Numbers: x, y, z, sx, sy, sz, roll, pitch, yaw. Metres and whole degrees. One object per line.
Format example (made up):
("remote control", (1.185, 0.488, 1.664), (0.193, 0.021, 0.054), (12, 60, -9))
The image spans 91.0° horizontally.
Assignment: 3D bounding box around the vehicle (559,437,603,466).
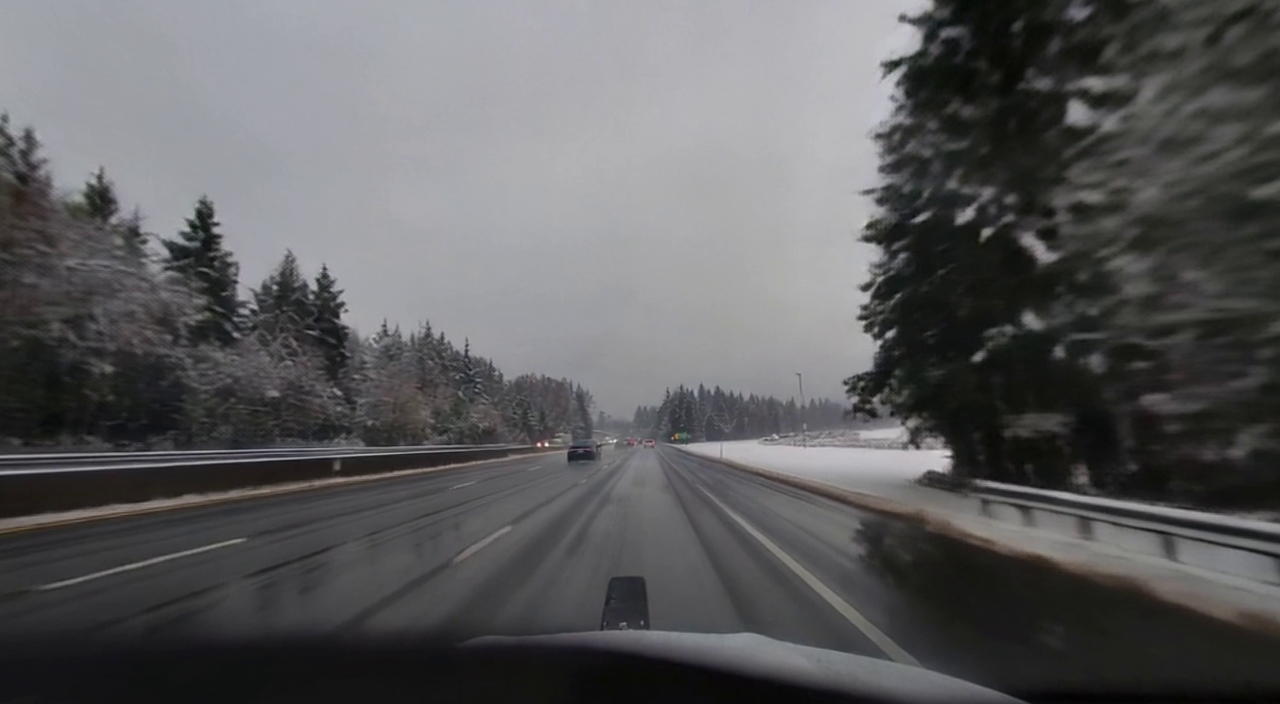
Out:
("vehicle", (-3.481, 5.997, 37.984), (2.123, 1.643, 4.479), (0, -8, 1))
